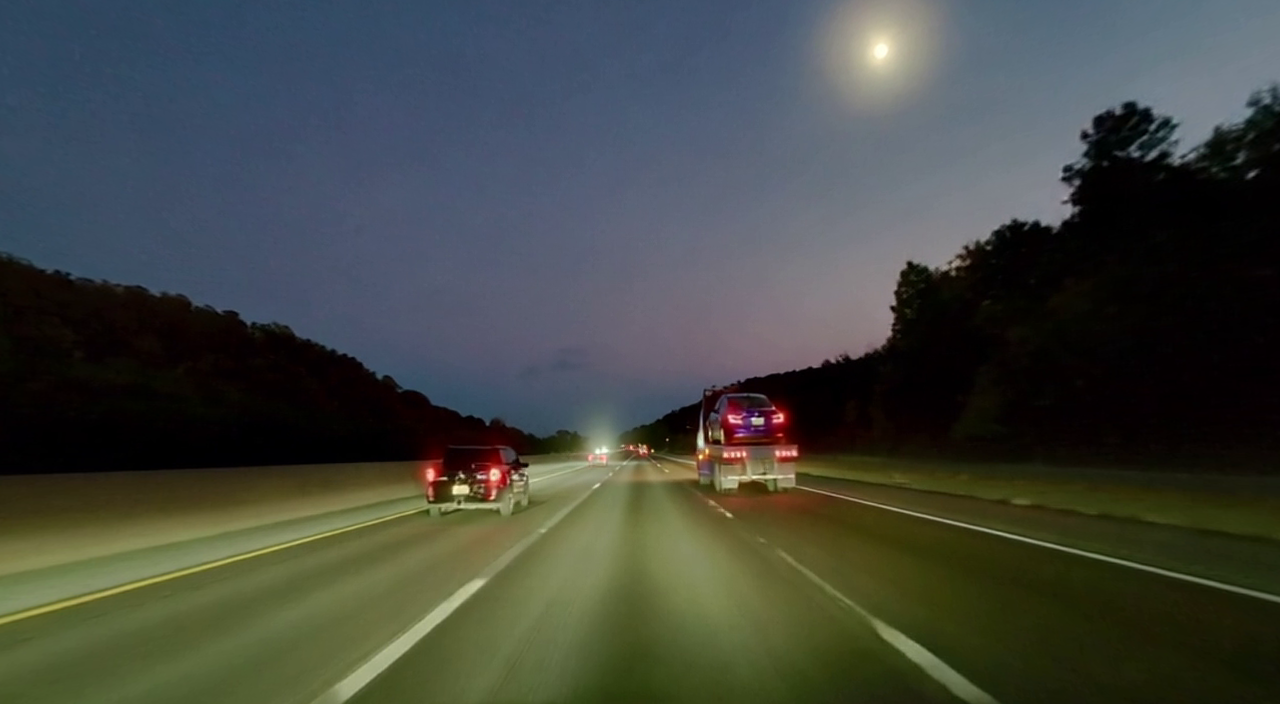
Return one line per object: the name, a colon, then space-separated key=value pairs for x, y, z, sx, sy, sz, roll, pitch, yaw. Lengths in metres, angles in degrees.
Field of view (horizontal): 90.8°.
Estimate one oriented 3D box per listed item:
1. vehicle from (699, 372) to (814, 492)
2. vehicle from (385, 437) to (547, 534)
vehicle: x=4.035 y=3.015 z=23.354 sx=3.016 sy=3.891 sz=5.767 roll=0 pitch=-9 yaw=-1
vehicle: x=-3.127 y=2.482 z=12.296 sx=1.944 sy=1.548 sz=4.051 roll=0 pitch=-9 yaw=1
